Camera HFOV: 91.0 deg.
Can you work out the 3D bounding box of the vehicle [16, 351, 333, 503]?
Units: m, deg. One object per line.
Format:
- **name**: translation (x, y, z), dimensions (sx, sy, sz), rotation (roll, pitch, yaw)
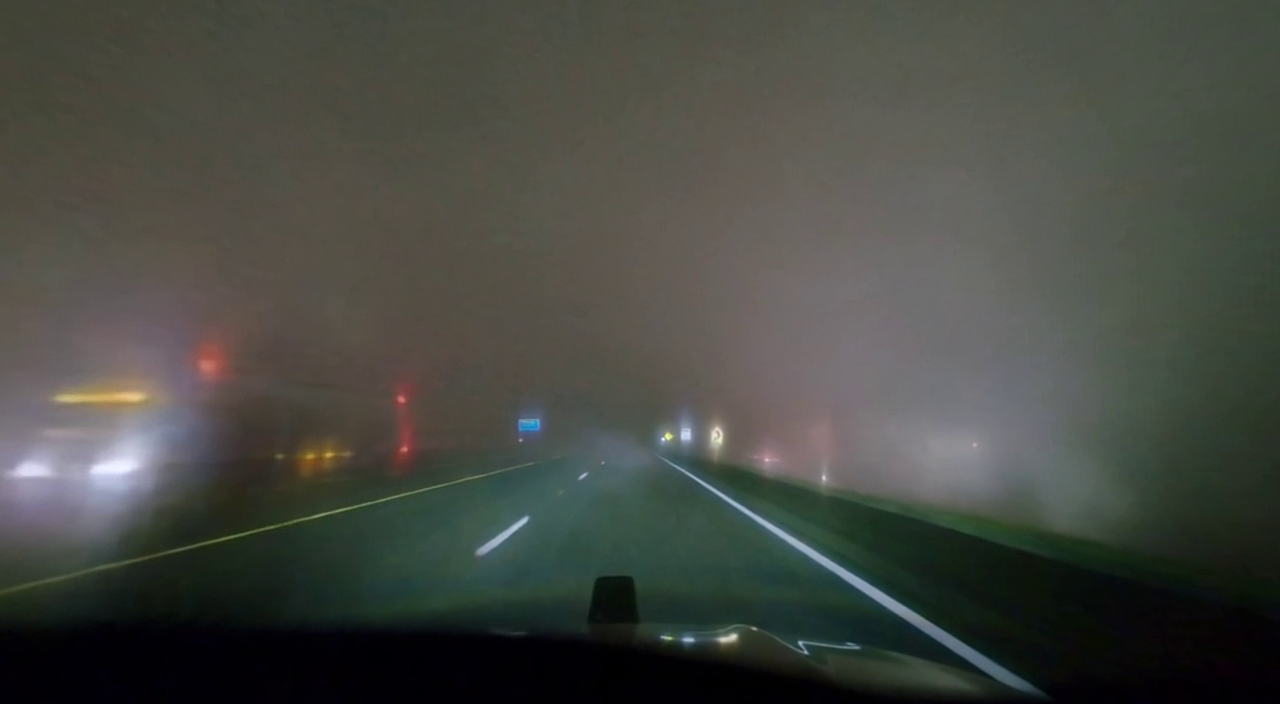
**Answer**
- **vehicle**: translation (-14.666, 2.674, 21.651), dimensions (2.992, 3.959, 10.297), rotation (0, -8, 0)
